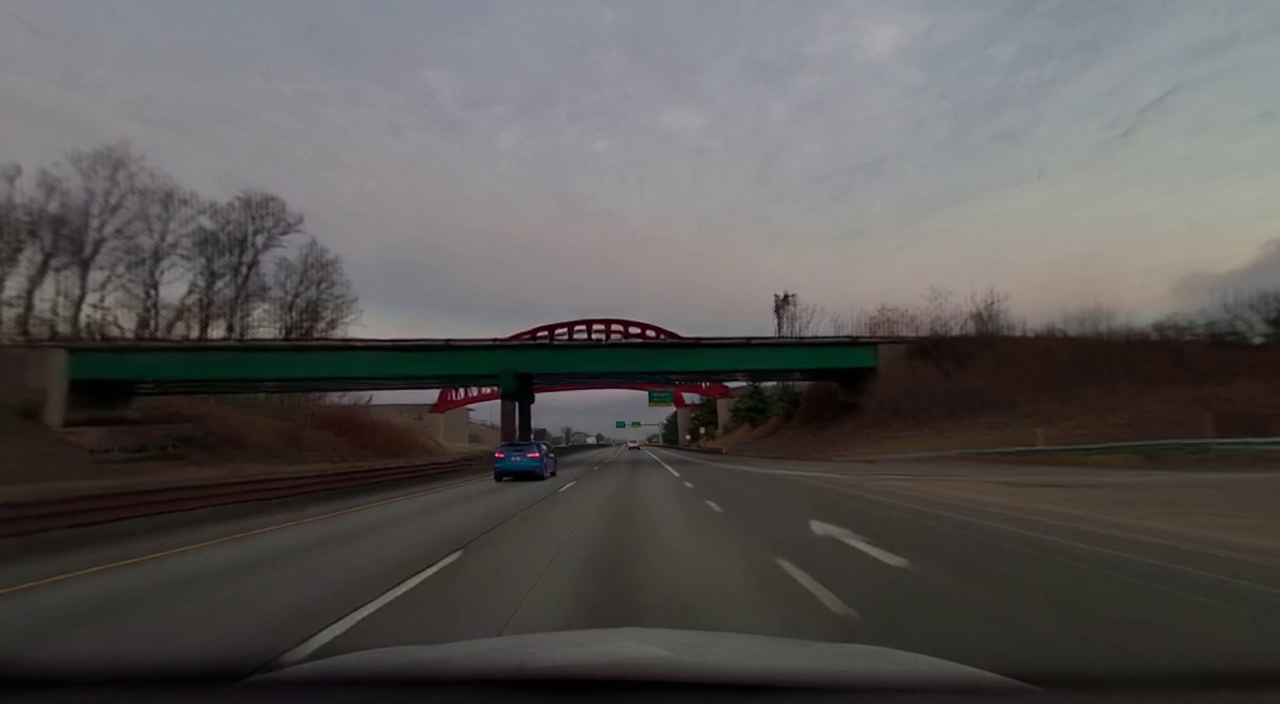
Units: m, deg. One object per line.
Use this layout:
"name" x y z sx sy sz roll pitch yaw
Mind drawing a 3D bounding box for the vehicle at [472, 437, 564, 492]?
"vehicle" -3.780 3.557 20.258 2.052 1.556 4.405 0 -8 0
